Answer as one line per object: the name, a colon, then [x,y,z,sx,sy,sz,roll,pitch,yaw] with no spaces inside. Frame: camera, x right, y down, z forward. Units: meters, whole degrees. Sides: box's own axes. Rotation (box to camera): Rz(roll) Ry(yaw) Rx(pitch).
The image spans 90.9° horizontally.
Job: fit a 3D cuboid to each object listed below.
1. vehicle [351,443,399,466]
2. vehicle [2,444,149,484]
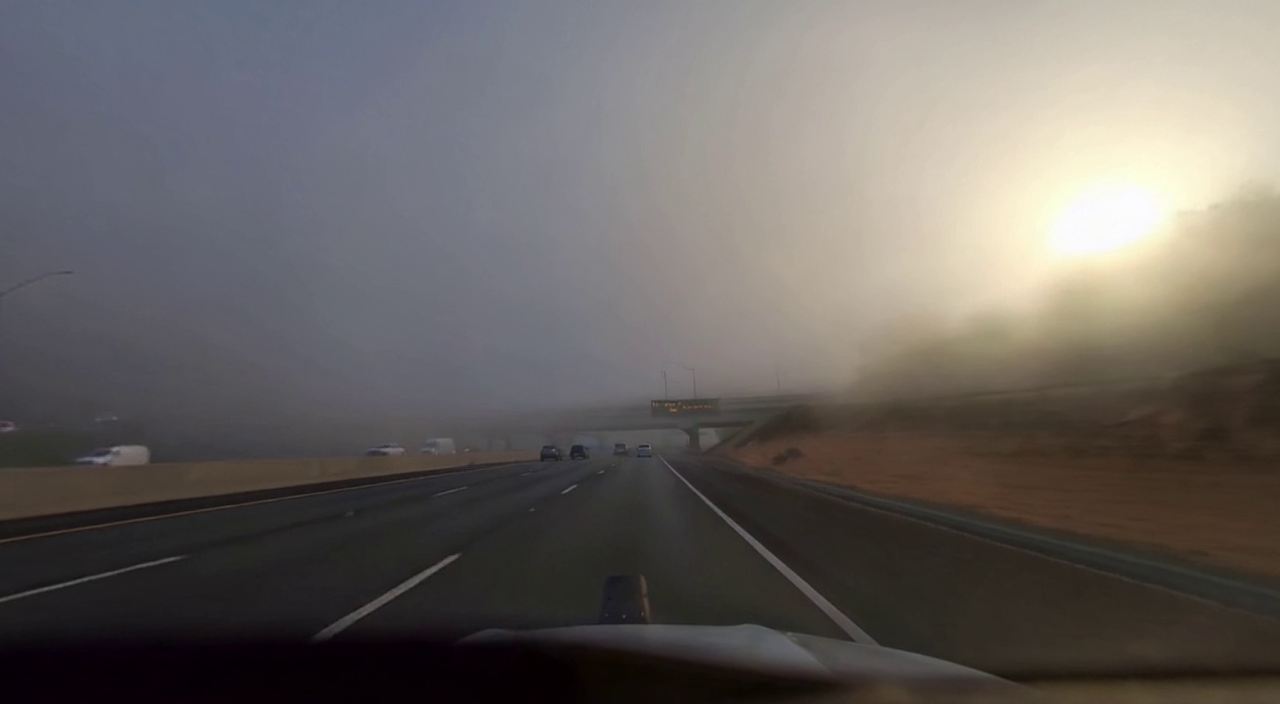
vehicle: [-16.539,6.408,39.482,1.529,1.390,3.336,0,-8,0]
vehicle: [-27.968,5.532,31.555,2.679,1.808,5.054,0,-8,-1]
